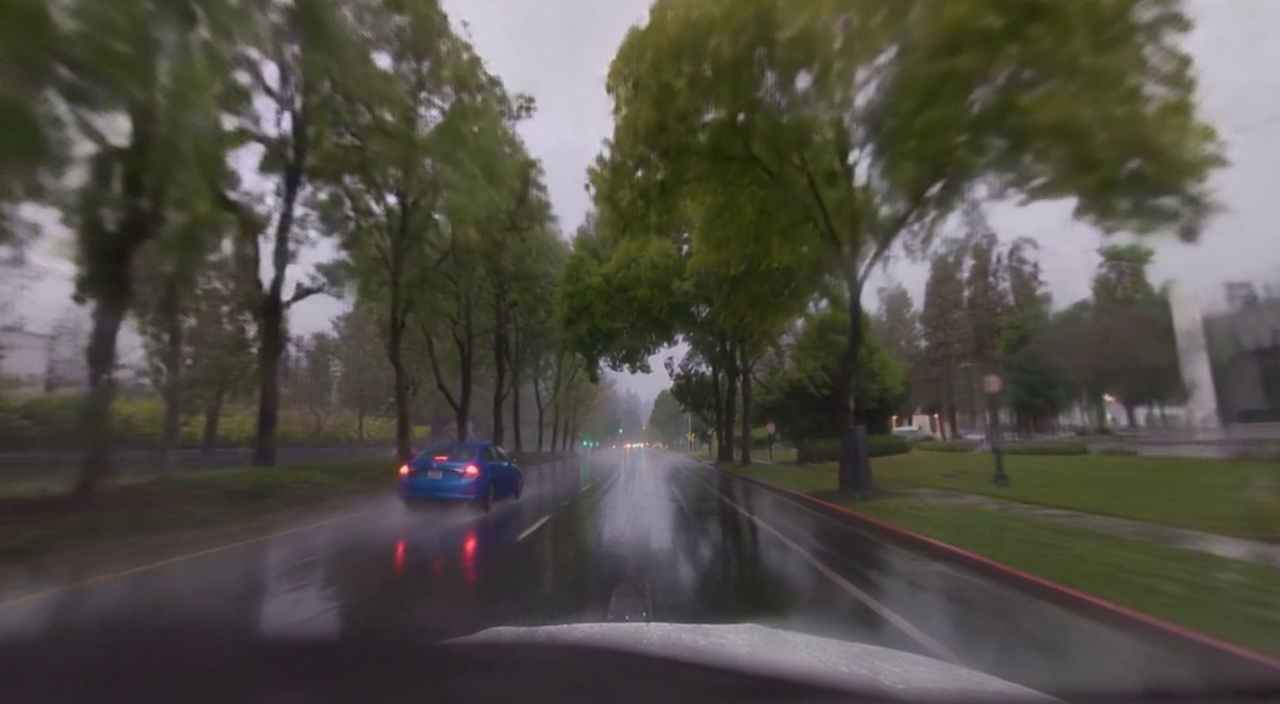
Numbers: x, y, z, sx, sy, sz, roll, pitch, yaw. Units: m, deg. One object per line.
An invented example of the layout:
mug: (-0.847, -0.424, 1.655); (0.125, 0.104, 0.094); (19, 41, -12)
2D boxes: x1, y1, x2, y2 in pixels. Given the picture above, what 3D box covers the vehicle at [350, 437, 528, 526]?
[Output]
vehicle: (-3.732, 2.494, 12.738); (2.033, 1.454, 4.512); (0, -9, 1)
